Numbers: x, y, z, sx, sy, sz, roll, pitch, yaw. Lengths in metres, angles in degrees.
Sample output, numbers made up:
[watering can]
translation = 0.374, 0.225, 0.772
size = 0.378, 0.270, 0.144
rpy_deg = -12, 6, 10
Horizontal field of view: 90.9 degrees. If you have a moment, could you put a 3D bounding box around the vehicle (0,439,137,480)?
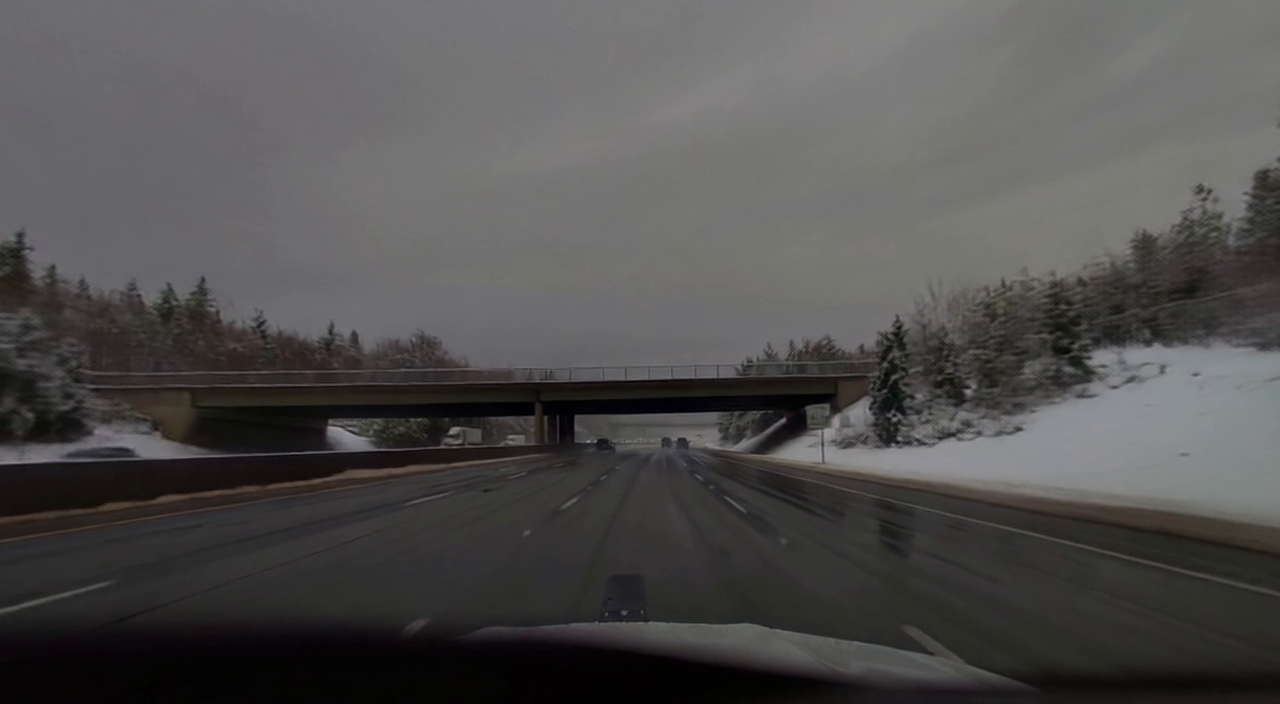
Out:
[vehicle]
translation = -28.811, 5.353, 31.676
size = 2.099, 1.830, 5.661
rpy_deg = -1, -9, 4
